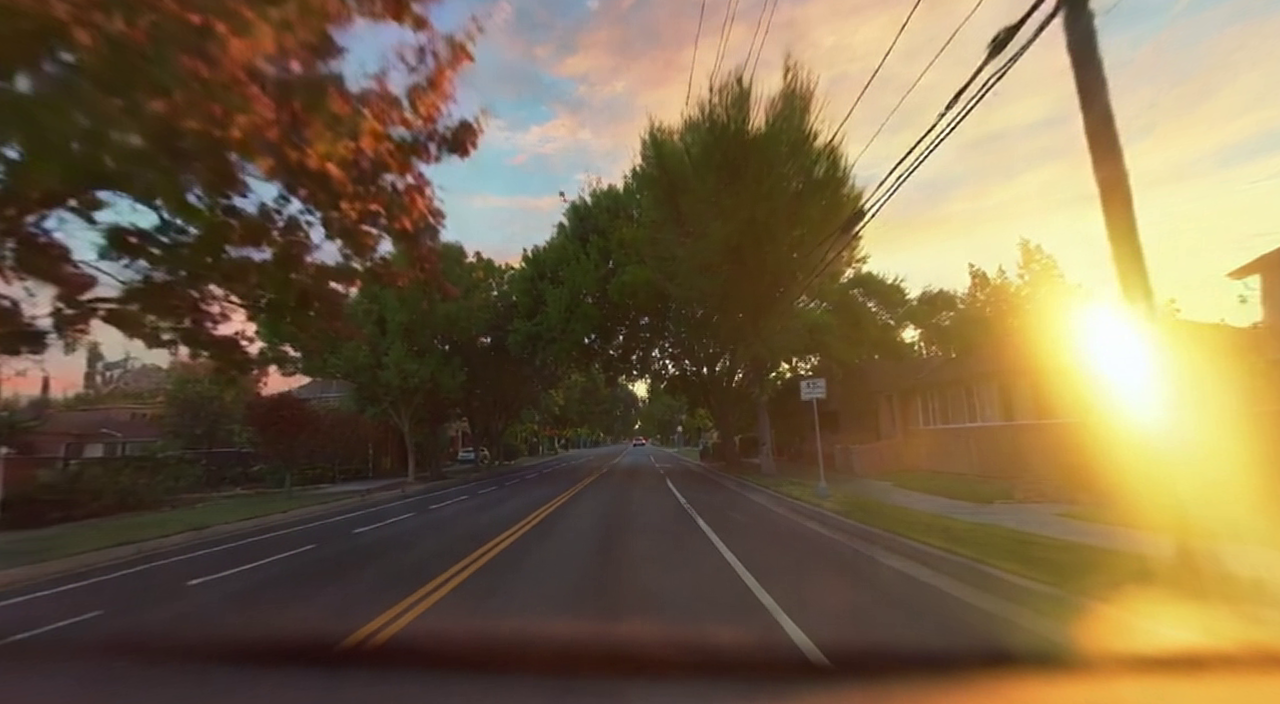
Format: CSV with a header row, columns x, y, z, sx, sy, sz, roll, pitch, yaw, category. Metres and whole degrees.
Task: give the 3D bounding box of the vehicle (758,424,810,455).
x,y,z,sx,sy,sz,roll,pitch,yaw,category
9.641,5.926,42.788,2.102,1.822,4.802,-4,-8,-3,vehicle
